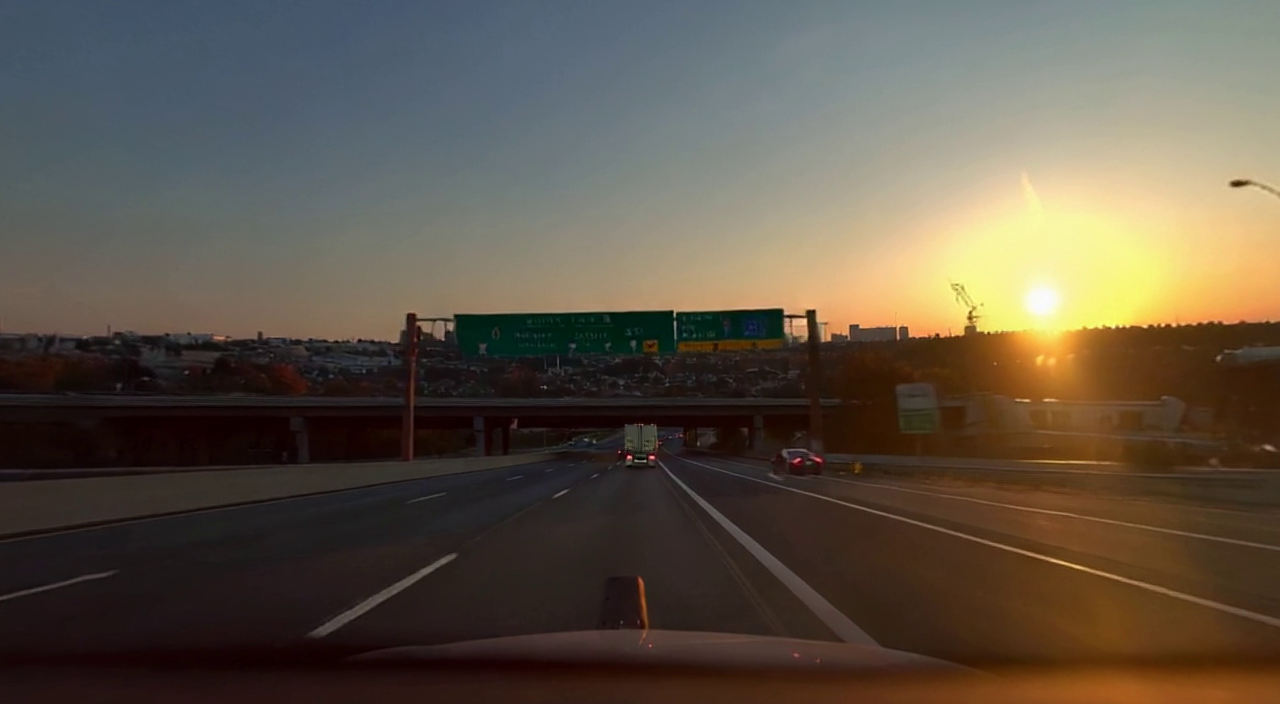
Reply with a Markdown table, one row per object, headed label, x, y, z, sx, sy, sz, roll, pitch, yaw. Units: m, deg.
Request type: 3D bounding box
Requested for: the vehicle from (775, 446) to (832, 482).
| label | x | y | z | sx | sy | sz | roll | pitch | yaw |
| --- | --- | --- | --- | --- | --- | --- | --- | --- | --- |
| vehicle | 7.372 | 5.049 | 28.718 | 1.660 | 1.497 | 3.594 | 0 | -9 | 1 |
